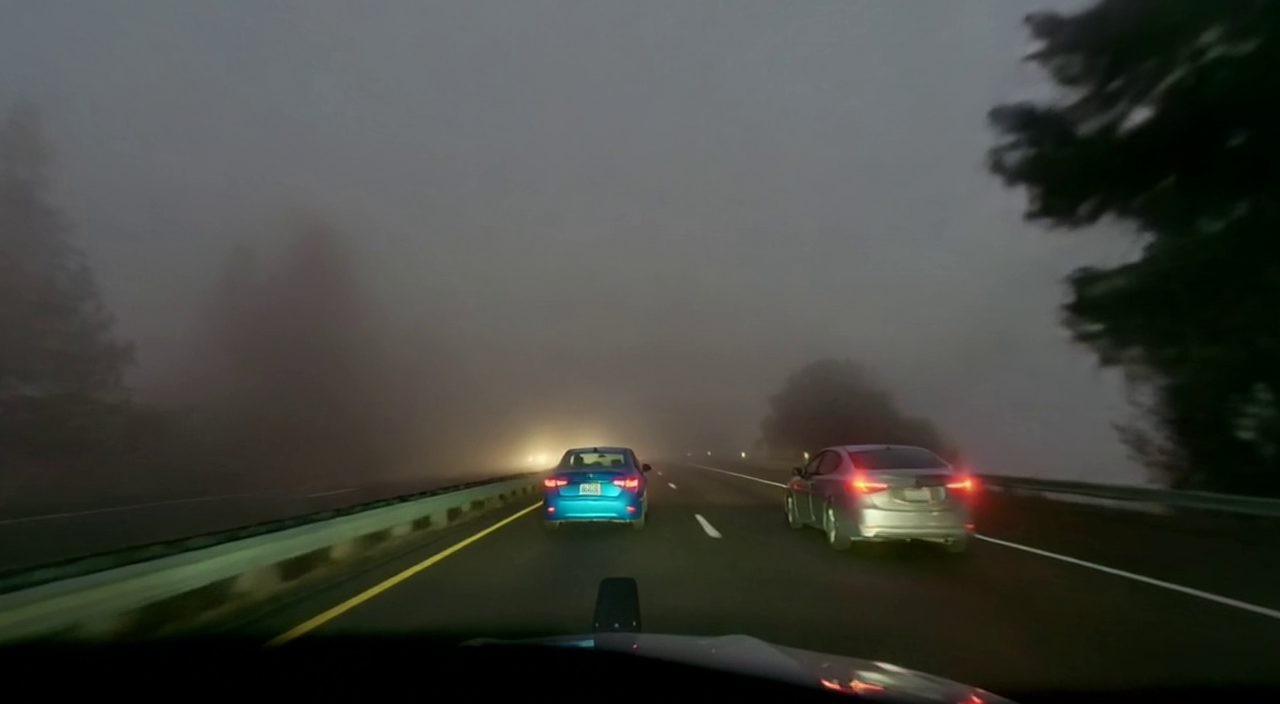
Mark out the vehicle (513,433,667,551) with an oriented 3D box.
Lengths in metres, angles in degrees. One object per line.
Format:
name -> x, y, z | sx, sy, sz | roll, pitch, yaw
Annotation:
vehicle -> -0.661, 2.231, 10.680 | 2.083, 1.548, 4.251 | -1, -9, 0

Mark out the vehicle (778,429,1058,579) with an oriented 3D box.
vehicle -> 3.364, 1.906, 8.639 | 2.021, 1.533, 4.014 | -1, -9, 1
